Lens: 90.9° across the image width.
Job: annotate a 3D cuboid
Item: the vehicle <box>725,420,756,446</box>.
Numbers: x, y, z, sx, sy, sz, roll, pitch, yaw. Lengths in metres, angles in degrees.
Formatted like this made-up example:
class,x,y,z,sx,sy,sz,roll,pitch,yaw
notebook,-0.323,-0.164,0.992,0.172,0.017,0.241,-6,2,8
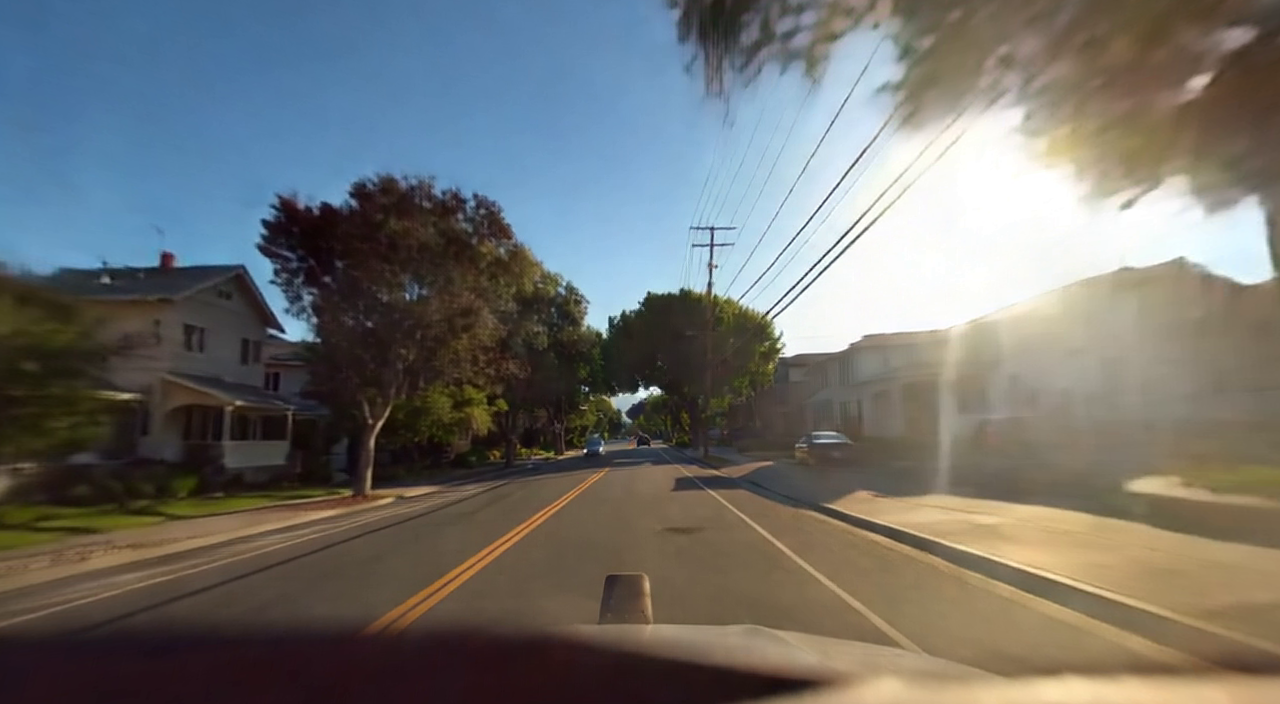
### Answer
class,x,y,z,sx,sy,sz,roll,pitch,yaw
vehicle,7.884,6.383,49.571,1.878,1.743,4.556,-7,-8,4

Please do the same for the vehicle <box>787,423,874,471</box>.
class,x,y,z,sx,sy,sz,roll,pitch,yaw
vehicle,7.163,3.633,24.241,2.071,1.510,4.418,-5,-8,3

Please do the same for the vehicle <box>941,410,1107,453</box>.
class,x,y,z,sx,sy,sz,roll,pitch,yaw
vehicle,14.316,3.026,23.790,4.848,1.509,1.976,-1,-8,8
